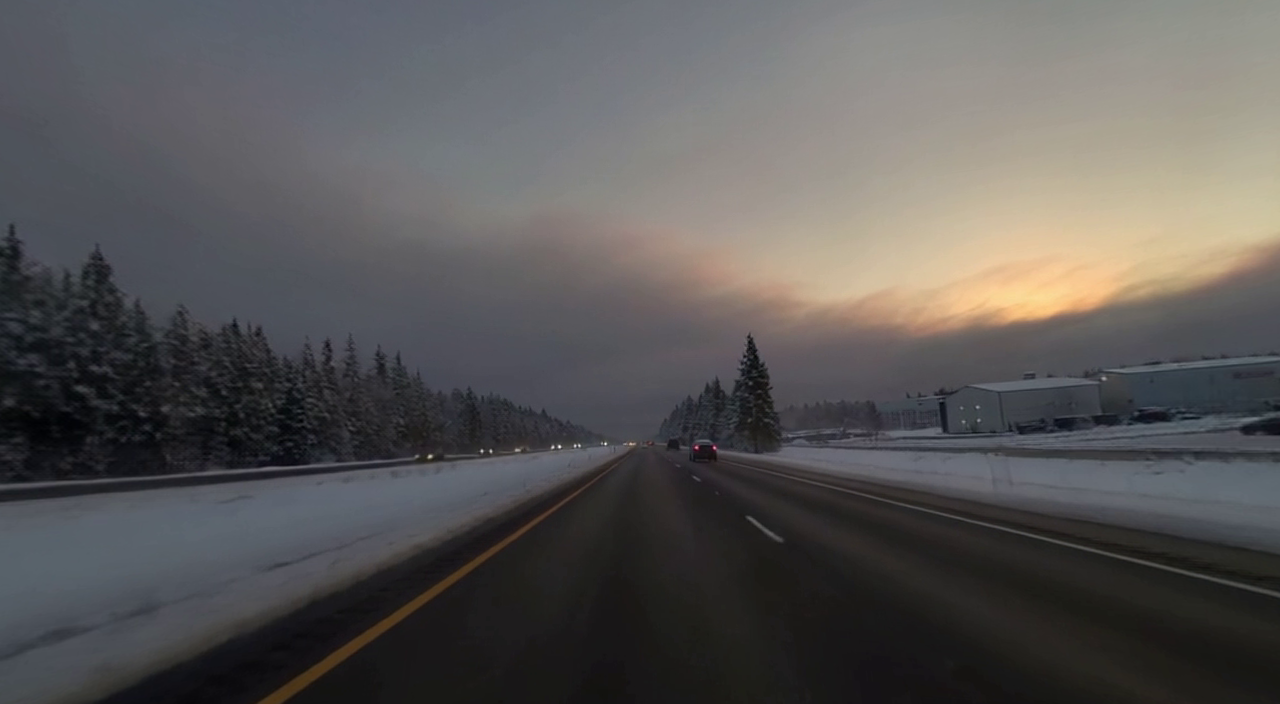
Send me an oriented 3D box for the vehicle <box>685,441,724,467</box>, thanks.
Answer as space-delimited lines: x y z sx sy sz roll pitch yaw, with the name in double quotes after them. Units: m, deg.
4.084 6.539 40.635 2.062 1.518 4.026 0 -8 0 "vehicle"
